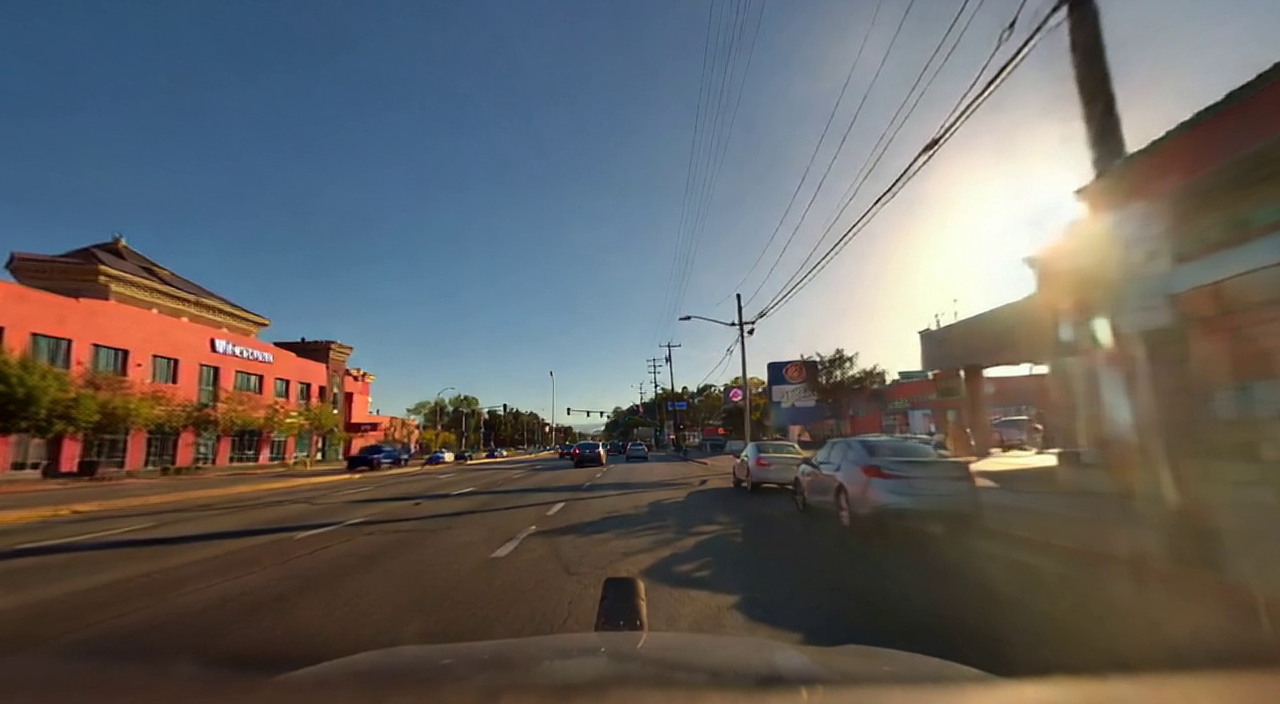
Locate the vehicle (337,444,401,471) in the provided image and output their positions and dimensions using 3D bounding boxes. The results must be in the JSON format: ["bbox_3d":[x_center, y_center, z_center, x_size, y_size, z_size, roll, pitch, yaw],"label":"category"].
[{"bbox_3d":[-17.852,6.962,41.886,2.102,1.679,4.690,0,-9,1],"label":"vehicle"}]

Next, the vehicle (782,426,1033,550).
[{"bbox_3d":[3.843,2.043,10.254,1.922,1.507,4.824,0,-9,-1],"label":"vehicle"}]

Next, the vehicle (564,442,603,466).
[{"bbox_3d":[-3.755,6.902,42.906,2.179,1.490,4.742,0,-9,0],"label":"vehicle"}]
